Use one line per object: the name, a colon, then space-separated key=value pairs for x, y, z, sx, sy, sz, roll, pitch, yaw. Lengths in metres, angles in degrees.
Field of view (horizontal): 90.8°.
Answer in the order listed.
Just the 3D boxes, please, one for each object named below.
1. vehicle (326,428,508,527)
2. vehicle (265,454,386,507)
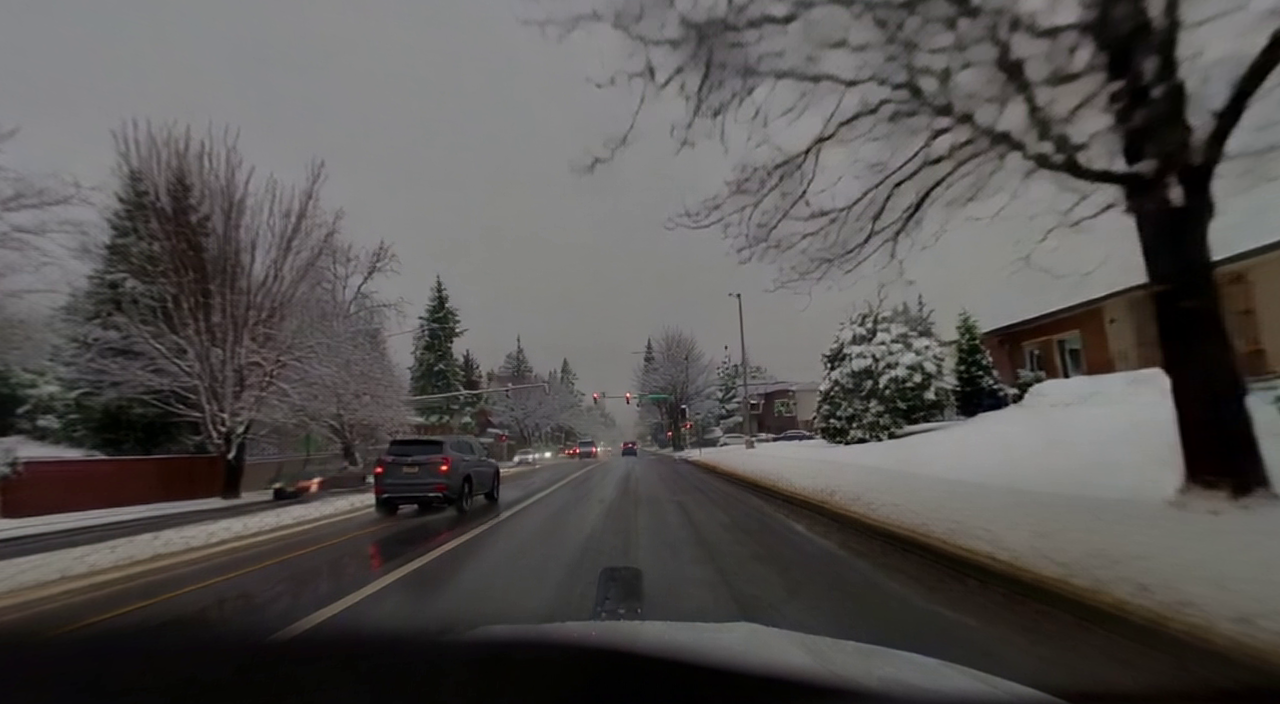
vehicle: x=-4.405 y=2.549 z=13.472 sx=2.169 sy=1.706 sz=4.638 roll=0 pitch=-8 yaw=0
vehicle: x=-10.652 y=4.348 z=21.806 sx=1.949 sy=1.526 sz=4.351 roll=0 pitch=-8 yaw=0
